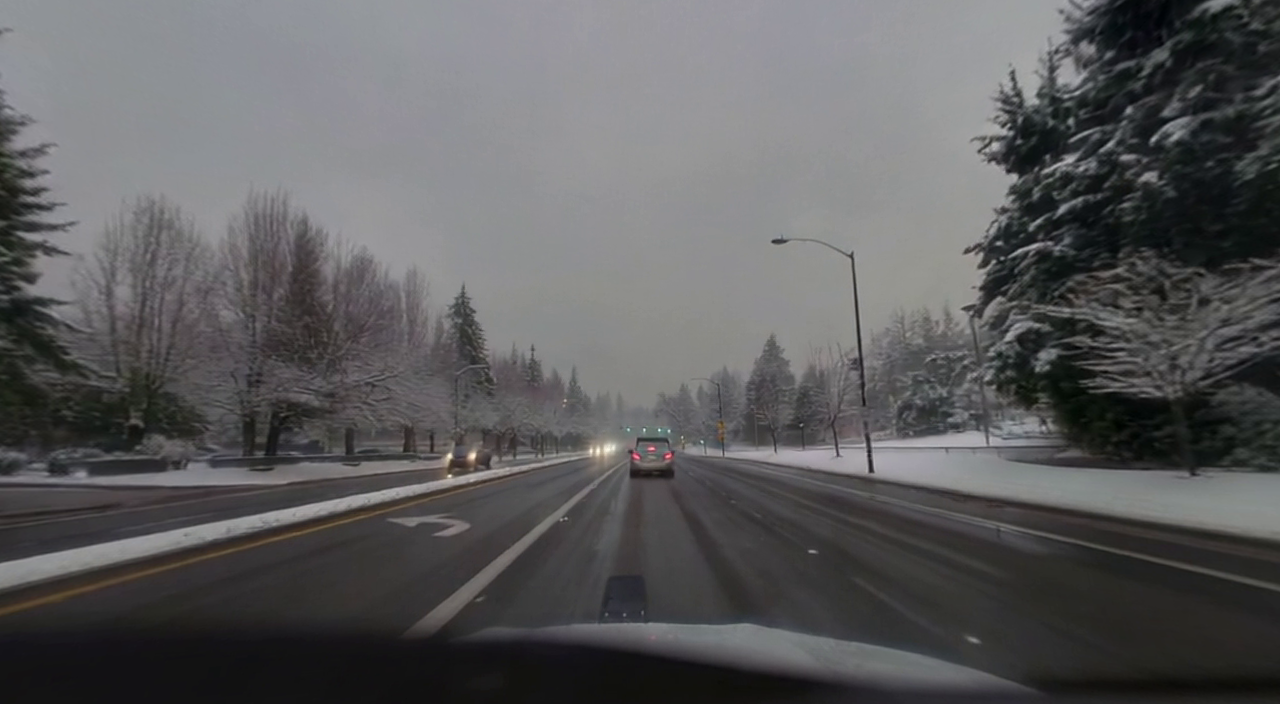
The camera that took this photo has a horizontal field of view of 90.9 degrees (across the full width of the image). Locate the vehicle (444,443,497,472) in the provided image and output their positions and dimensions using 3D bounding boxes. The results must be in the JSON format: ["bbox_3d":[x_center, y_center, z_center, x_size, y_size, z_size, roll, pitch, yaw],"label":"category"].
[{"bbox_3d":[-11.784,7.363,44.277,2.259,1.867,4.875,0,-9,1],"label":"vehicle"}]

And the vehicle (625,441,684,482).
[{"bbox_3d":[0.477,4.165,24.261,2.093,1.442,3.977,0,-9,-1],"label":"vehicle"}]
